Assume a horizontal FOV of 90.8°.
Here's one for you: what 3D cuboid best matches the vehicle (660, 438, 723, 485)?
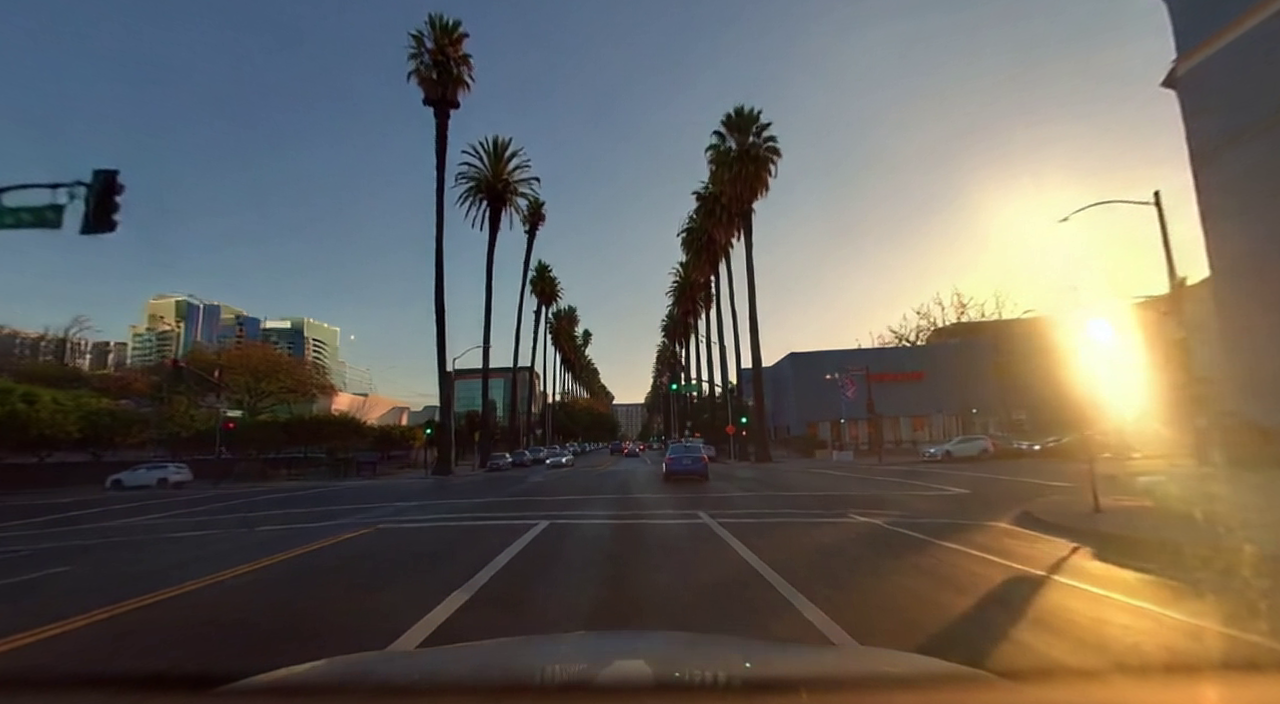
[{"bbox_3d":[1.983,4.384,25.668,2.003,1.702,4.288,0,-8,-3],"label":"vehicle"}]

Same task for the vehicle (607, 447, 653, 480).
[{"bbox_3d":[-0.537,5.384,30.848,2.088,1.452,3.993,0,-8,-2],"label":"vehicle"}]

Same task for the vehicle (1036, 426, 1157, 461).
[{"bbox_3d":[25.466,5.124,35.378,5.130,1.875,2.118,0,-9,-1],"label":"vehicle"}]

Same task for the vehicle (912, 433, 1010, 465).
[{"bbox_3d":[17.603,5.338,34.784,4.277,1.665,2.006,0,-9,-2],"label":"vehicle"}]

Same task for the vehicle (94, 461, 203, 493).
[{"bbox_3d":[-28.801,7.316,37.158,4.570,1.741,2.107,0,-8,-2],"label":"vehicle"}]
